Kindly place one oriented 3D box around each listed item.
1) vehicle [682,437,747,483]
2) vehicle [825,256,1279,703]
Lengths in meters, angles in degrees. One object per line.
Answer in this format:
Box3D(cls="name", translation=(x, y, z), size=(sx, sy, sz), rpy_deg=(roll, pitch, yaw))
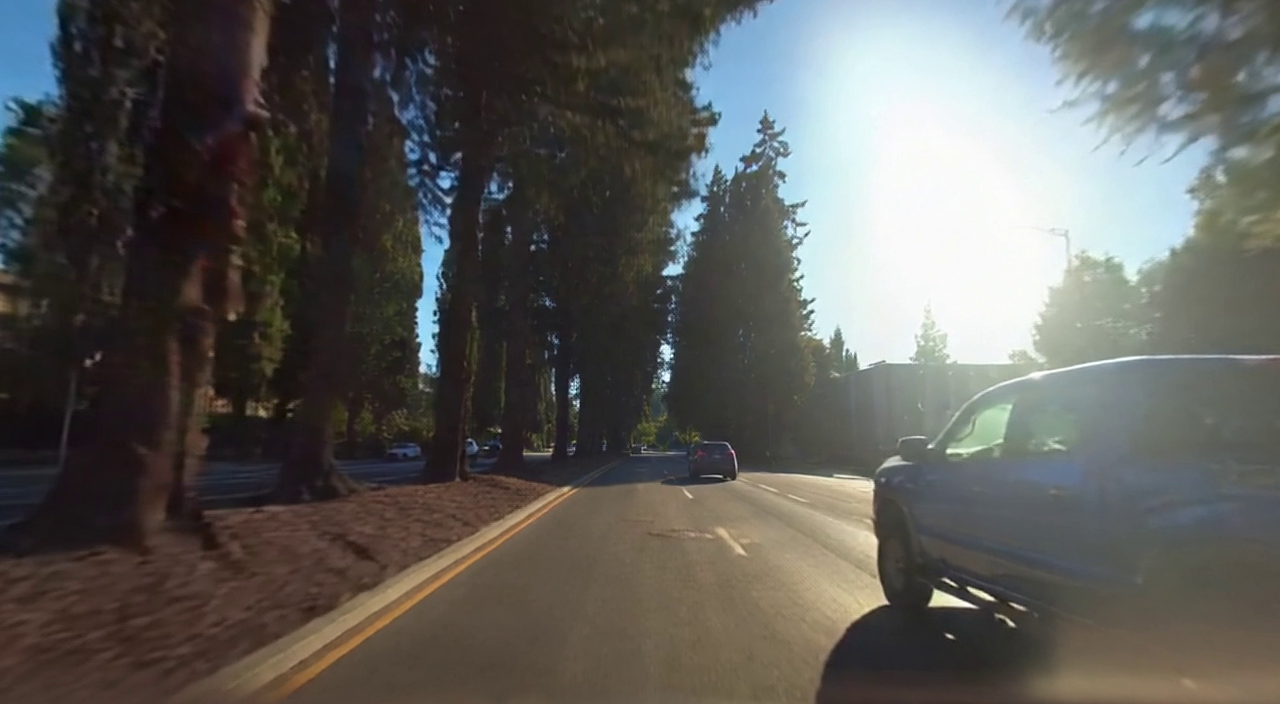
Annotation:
Box3D(cls="vehicle", translation=(2.985, 4.449, 26.260), size=(2.108, 1.712, 4.616), rpy_deg=(0, -8, -1))
Box3D(cls="vehicle", translation=(3.095, 0.921, 3.223), size=(2.553, 1.942, 5.679), rpy_deg=(0, -8, 0))
